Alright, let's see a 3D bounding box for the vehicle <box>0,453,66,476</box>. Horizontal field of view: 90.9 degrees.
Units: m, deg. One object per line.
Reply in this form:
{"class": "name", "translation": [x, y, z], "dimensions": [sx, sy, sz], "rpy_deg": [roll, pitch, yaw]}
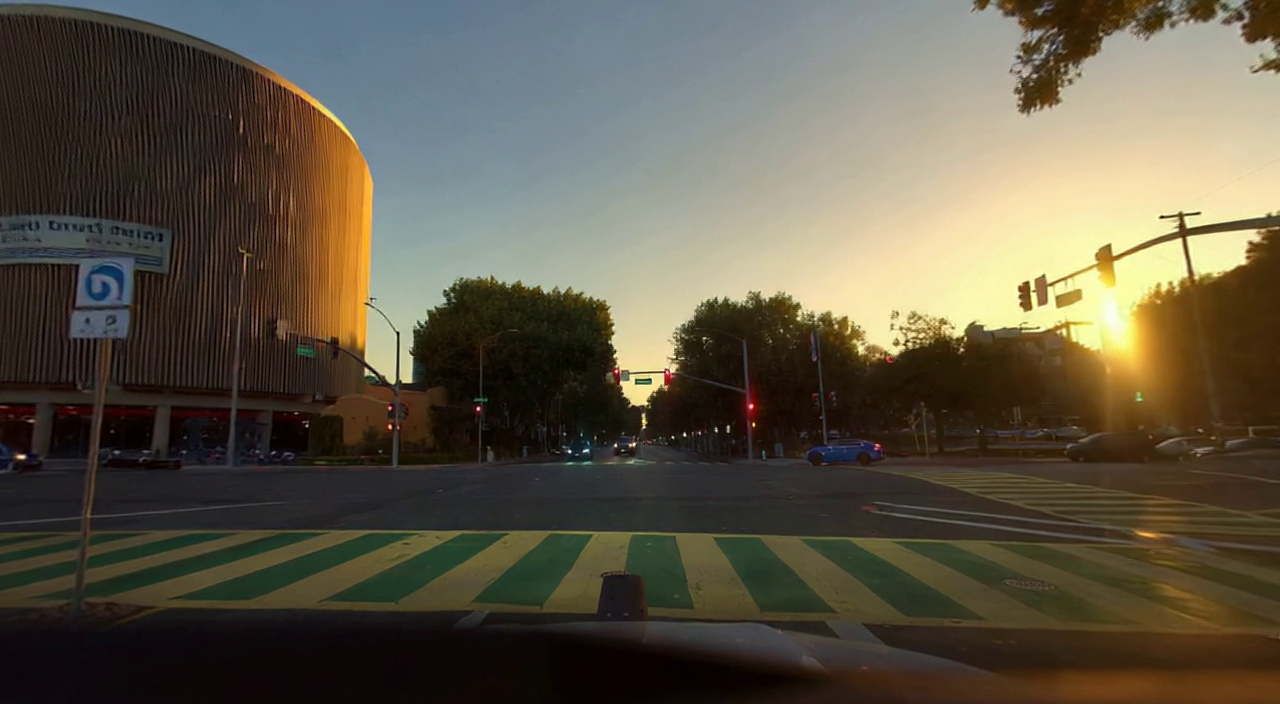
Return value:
{"class": "vehicle", "translation": [-41.668, 7.632, 42.757], "dimensions": [3.698, 1.467, 1.779], "rpy_deg": [0, -8, 1]}

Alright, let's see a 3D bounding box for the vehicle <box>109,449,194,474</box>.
{"class": "vehicle", "translation": [-33.089, 7.399, 42.752], "dimensions": [4.136, 1.661, 1.857], "rpy_deg": [0, -8, 1]}

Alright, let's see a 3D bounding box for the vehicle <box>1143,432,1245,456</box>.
{"class": "vehicle", "translation": [36.157, 6.016, 41.198], "dimensions": [4.767, 1.456, 1.858], "rpy_deg": [0, -8, 3]}

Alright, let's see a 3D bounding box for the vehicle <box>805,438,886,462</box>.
{"class": "vehicle", "translation": [12.739, 6.130, 39.341], "dimensions": [4.529, 1.457, 1.981], "rpy_deg": [-1, -9, 9]}
